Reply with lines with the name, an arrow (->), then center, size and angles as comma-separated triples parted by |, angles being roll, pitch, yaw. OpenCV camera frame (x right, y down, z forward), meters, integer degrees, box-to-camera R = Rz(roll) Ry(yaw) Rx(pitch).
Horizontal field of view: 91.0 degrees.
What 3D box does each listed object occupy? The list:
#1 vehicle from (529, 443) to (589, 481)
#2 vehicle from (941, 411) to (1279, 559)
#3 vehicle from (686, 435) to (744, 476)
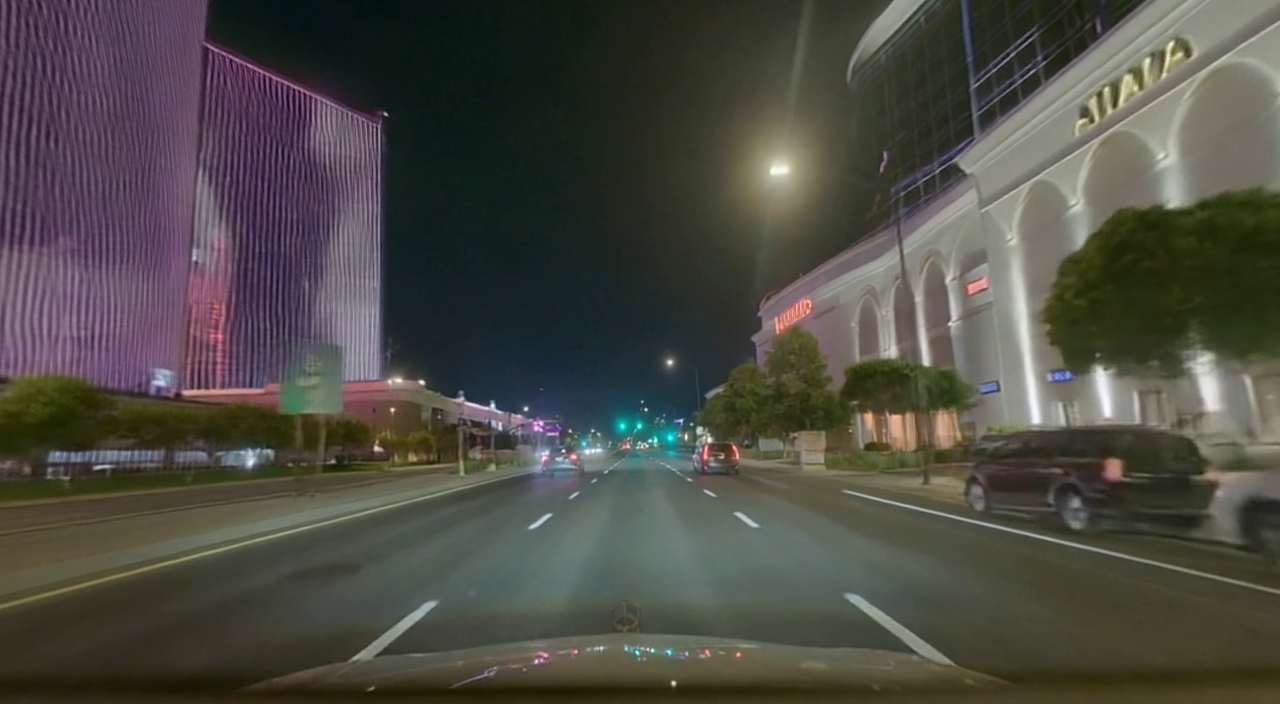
vehicle -> -3.360, 4.655, 26.870 | 2.005, 1.477, 4.169 | 0, -8, 0
vehicle -> 6.868, 1.885, 9.727 | 1.950, 1.678, 4.985 | 0, -8, 0
vehicle -> 3.410, 4.807, 29.407 | 2.083, 1.743, 4.354 | 0, -8, -1
